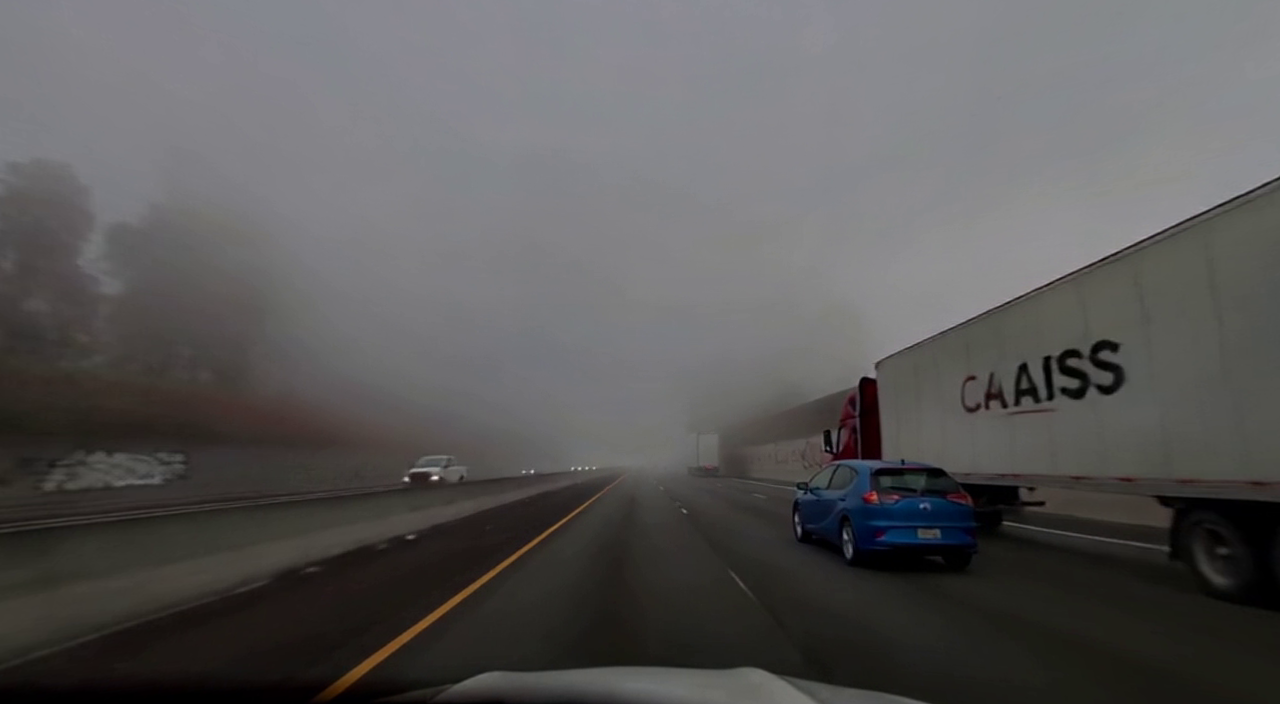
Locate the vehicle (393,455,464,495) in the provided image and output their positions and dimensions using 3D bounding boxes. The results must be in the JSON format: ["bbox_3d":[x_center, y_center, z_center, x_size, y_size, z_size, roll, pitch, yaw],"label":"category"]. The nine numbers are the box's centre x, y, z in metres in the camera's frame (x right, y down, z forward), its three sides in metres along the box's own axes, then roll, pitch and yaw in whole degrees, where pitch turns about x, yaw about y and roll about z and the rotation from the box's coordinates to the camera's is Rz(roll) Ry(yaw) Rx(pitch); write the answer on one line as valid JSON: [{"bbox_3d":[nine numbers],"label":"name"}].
[{"bbox_3d":[-12.093,7.075,36.494,2.385,2.090,4.902,1,-10,0],"label":"vehicle"}]

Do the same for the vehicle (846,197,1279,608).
[{"bbox_3d":[8.018,1.378,10.982,3.298,4.017,16.824,1,-10,0],"label":"vehicle"}]

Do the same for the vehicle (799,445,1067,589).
[{"bbox_3d":[3.774,2.228,8.973,2.011,1.574,3.512,-1,-11,-1],"label":"vehicle"}]
